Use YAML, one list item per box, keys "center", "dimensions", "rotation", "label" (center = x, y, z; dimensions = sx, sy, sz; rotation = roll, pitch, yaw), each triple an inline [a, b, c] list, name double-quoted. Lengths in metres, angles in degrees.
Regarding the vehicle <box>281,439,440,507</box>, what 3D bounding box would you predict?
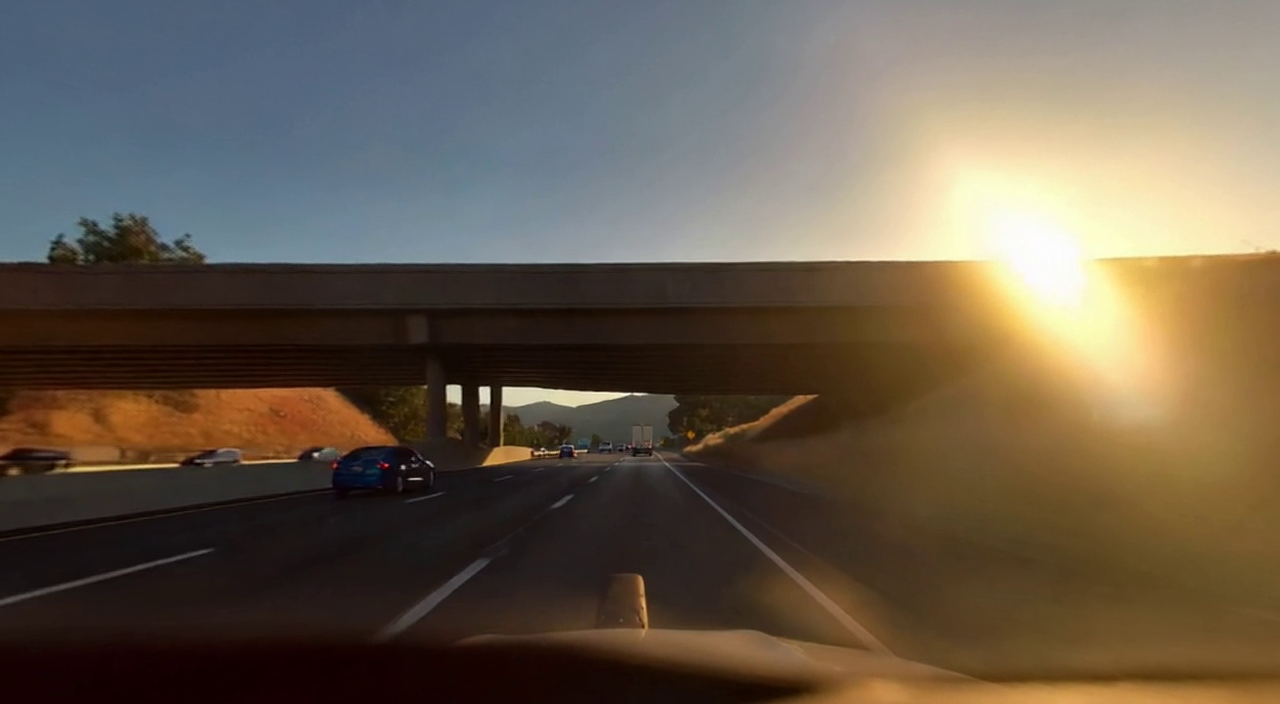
- center: [-7.140, 3.126, 16.777]
  dimensions: [2.096, 1.541, 4.610]
  rotation: [0, -8, 0]
  label: "vehicle"
